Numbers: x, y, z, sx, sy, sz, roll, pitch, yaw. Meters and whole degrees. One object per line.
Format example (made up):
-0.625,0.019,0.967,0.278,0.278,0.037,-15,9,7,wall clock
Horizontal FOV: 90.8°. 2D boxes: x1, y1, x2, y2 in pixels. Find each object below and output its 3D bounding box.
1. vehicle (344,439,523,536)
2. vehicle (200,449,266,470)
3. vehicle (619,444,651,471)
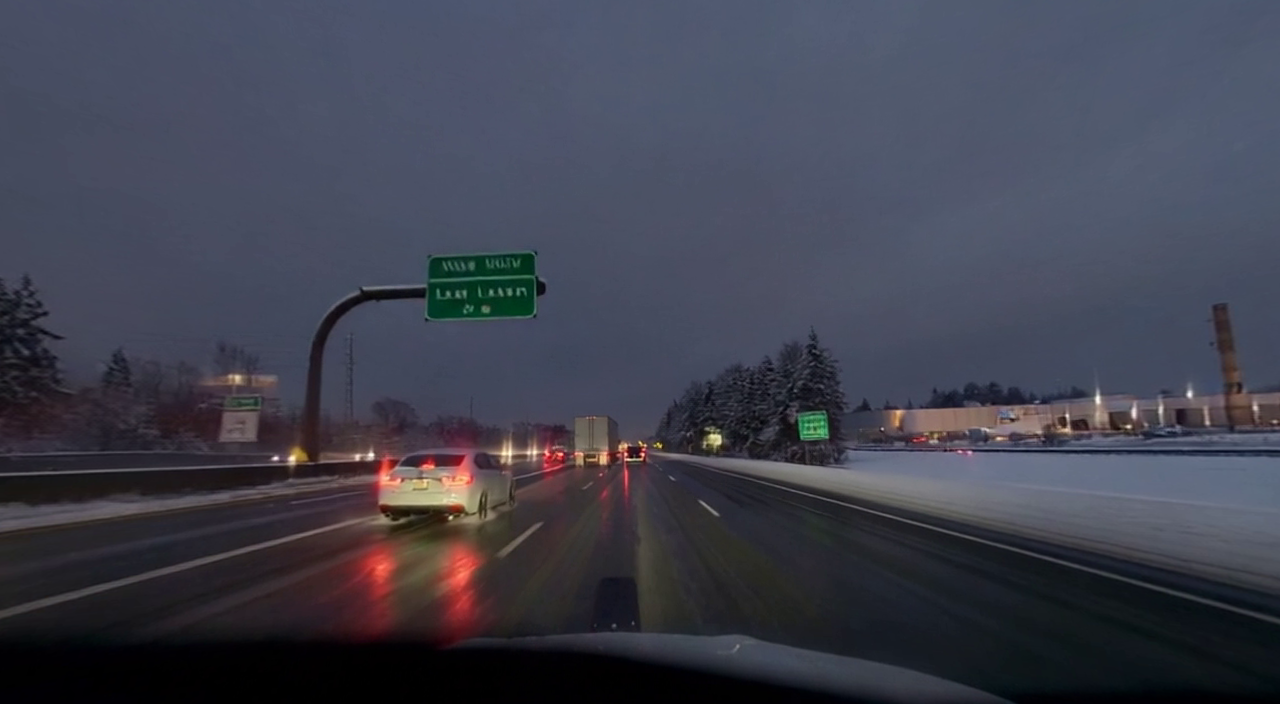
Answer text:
-3.657,2.467,12.169,1.997,1.507,4.391,0,-9,0,vehicle
-30.920,8.172,48.165,2.099,1.527,4.542,0,-9,-1,vehicle
-0.363,6.971,41.791,2.033,1.669,4.112,0,-9,-1,vehicle
